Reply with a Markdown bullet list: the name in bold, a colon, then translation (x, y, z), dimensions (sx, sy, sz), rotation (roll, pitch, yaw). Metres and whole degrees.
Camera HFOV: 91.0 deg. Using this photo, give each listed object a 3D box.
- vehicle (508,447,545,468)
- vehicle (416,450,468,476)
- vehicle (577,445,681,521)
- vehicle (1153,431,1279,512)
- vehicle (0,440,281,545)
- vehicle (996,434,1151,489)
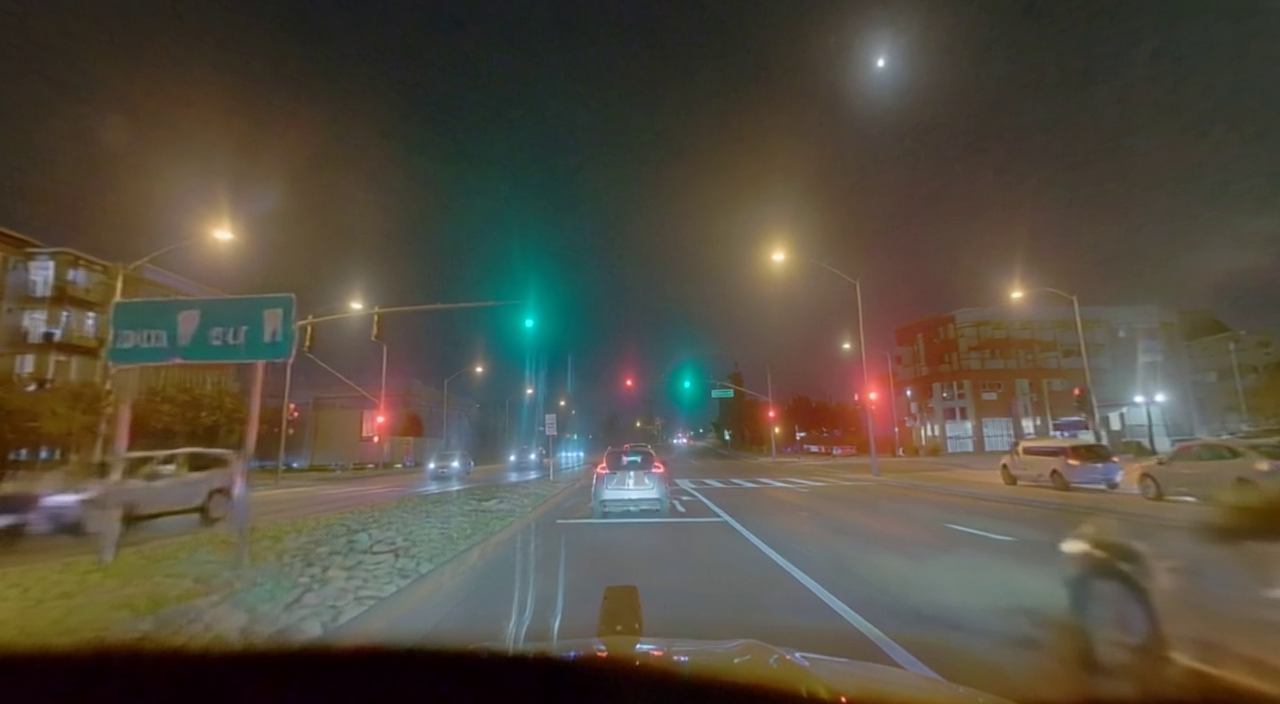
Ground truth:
- **vehicle**: translation (-8.600, 8.008, 48.003), dimensions (1.966, 1.571, 4.479), rotation (0, -9, 1)
- **vehicle**: translation (-12.384, 6.956, 39.598), dimensions (1.904, 1.475, 4.068), rotation (0, -9, 1)
- **vehicle**: translation (-0.270, 2.850, 14.288), dimensions (2.010, 1.447, 4.121), rotation (0, -9, -1)
- **vehicle**: translation (13.088, 2.403, 12.878), dimensions (1.859, 1.525, 3.948), rotation (0, -9, 1)
- **vehicle**: translation (-8.710, 2.345, 11.240), dimensions (1.994, 1.474, 4.411), rotation (0, -9, 0)
- **vehicle**: translation (13.072, 3.312, 19.336), dimensions (1.887, 1.504, 3.898), rotation (0, -9, -2)
